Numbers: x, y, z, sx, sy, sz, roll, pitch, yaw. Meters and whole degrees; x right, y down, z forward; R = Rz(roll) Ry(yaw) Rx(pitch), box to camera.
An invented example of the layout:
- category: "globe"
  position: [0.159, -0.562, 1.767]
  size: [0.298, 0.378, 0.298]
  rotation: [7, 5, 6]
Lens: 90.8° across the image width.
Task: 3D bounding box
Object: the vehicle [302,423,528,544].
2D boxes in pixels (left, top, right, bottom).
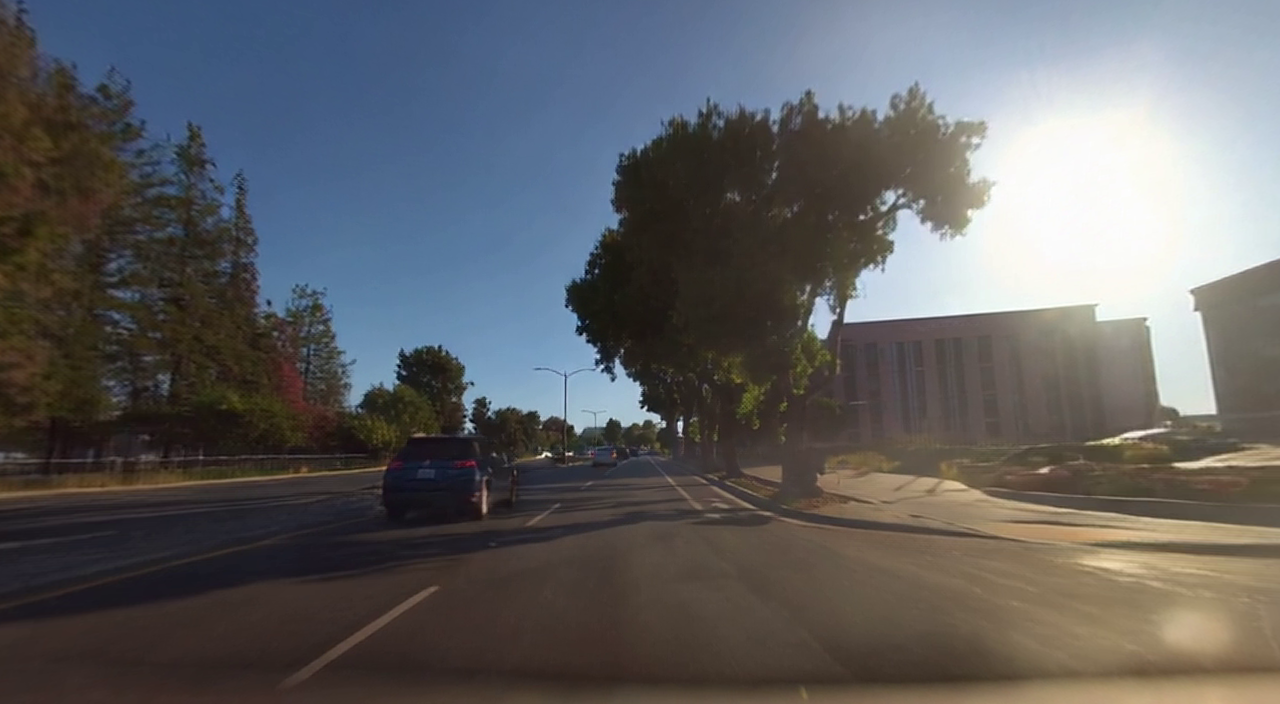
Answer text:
- category: "vehicle"
  position: [-3.593, 2.208, 11.313]
  size: [2.202, 1.685, 4.772]
  rotation: [0, -9, 1]
